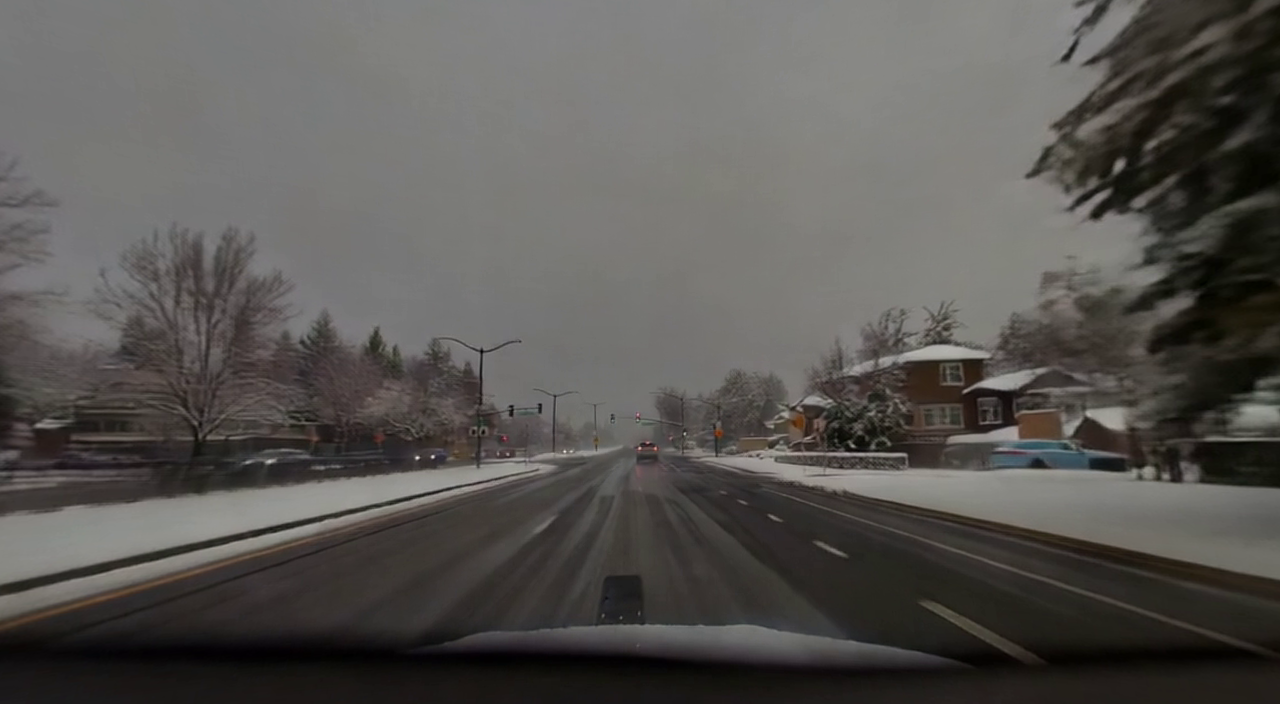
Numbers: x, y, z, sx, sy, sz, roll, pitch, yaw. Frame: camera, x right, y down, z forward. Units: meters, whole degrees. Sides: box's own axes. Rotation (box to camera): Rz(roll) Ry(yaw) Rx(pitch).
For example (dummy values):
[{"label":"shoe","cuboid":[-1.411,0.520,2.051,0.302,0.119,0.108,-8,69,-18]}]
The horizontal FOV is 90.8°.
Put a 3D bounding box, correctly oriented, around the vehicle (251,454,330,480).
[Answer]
[{"label":"vehicle","cuboid":[-19.794,6.509,36.001,1.966,1.341,4.442,0,-9,0]}]
